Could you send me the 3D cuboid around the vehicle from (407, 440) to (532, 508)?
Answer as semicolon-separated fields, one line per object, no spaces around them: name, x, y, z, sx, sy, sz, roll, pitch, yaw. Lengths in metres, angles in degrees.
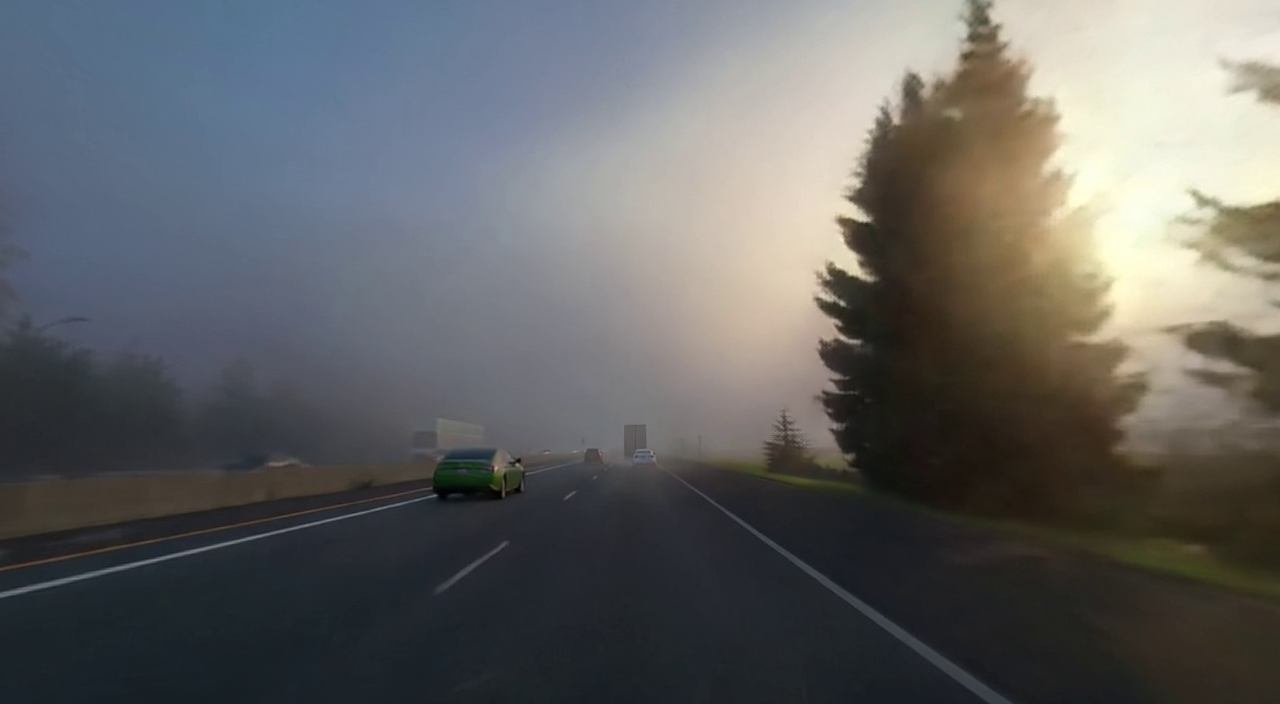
vehicle;-4.280;3.125;16.585;2.172;1.548;3.953;0;-9;0

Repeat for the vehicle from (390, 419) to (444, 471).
vehicle;-17.319;7.280;49.279;3.087;3.865;2.819;0;-9;-1

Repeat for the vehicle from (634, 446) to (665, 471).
vehicle;0.581;7.304;43.467;1.992;1.593;3.937;0;-9;-1

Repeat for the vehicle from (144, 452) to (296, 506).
vehicle;-12.439;3.740;19.043;1.848;1.423;3.997;0;-9;-1
